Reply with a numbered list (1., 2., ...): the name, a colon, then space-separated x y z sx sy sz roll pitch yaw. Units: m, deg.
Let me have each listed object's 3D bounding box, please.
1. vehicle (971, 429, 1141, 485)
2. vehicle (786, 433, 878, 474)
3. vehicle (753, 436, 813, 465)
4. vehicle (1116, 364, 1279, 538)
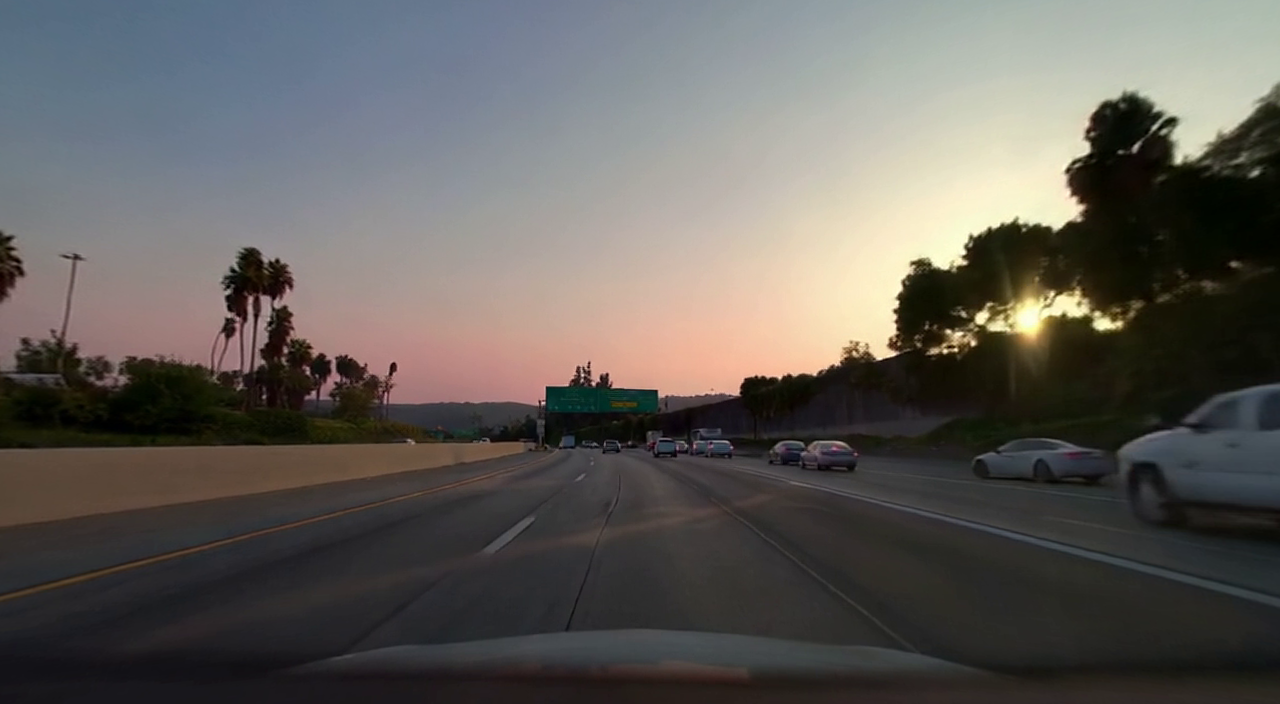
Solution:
1. vehicle: 12.410 3.158 19.295 1.846 1.480 4.752 0 -8 -2
2. vehicle: 7.649 4.102 25.642 2.110 1.481 4.511 0 -8 -3
3. vehicle: 7.638 5.305 34.146 1.947 1.452 4.696 0 -8 -3
4. vehicle: 8.645 0.989 6.317 2.622 1.977 6.537 -1 -8 0
